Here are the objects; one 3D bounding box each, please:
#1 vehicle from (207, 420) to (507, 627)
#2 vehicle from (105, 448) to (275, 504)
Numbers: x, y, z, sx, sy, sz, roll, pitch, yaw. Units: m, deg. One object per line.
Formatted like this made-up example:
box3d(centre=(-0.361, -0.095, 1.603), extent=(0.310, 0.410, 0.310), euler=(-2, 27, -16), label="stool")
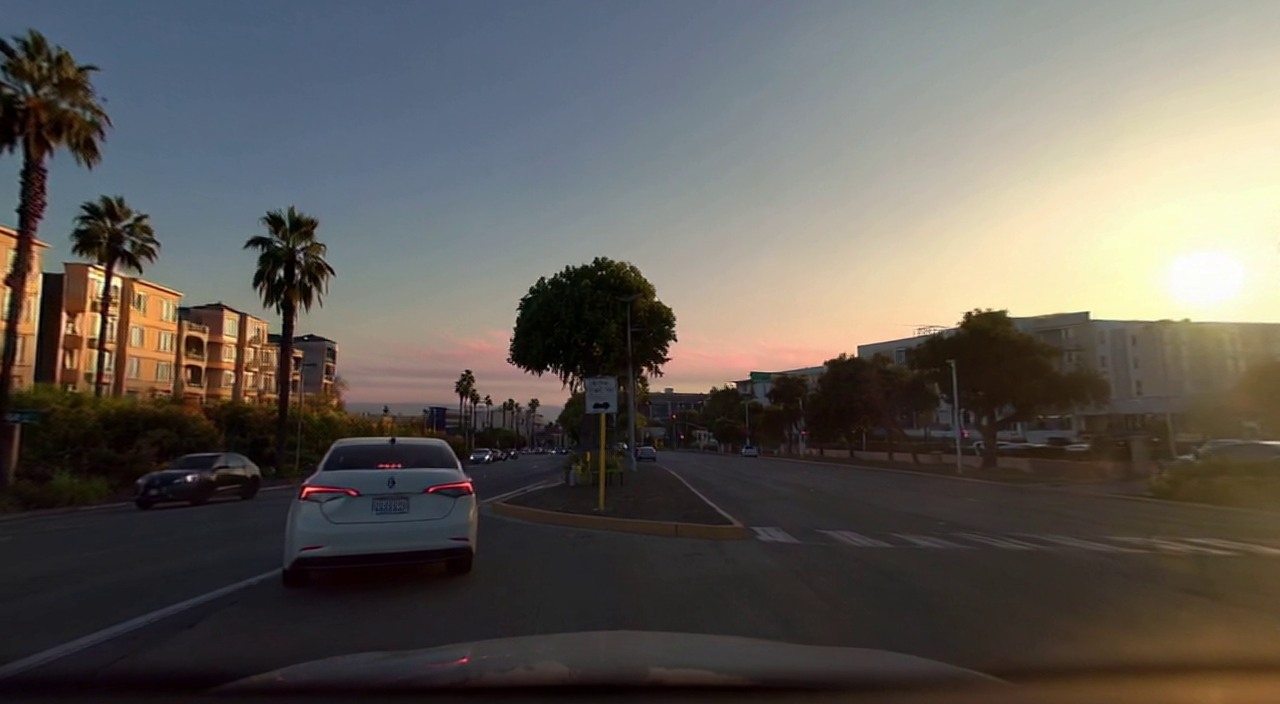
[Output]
box3d(centre=(-3.357, 1.586, 6.947), extent=(1.986, 1.473, 4.382), euler=(6, -11, -37), label="vehicle")
box3d(centre=(-13.437, 3.694, 19.317), extent=(2.099, 1.464, 4.615), euler=(1, -9, -5), label="vehicle")
